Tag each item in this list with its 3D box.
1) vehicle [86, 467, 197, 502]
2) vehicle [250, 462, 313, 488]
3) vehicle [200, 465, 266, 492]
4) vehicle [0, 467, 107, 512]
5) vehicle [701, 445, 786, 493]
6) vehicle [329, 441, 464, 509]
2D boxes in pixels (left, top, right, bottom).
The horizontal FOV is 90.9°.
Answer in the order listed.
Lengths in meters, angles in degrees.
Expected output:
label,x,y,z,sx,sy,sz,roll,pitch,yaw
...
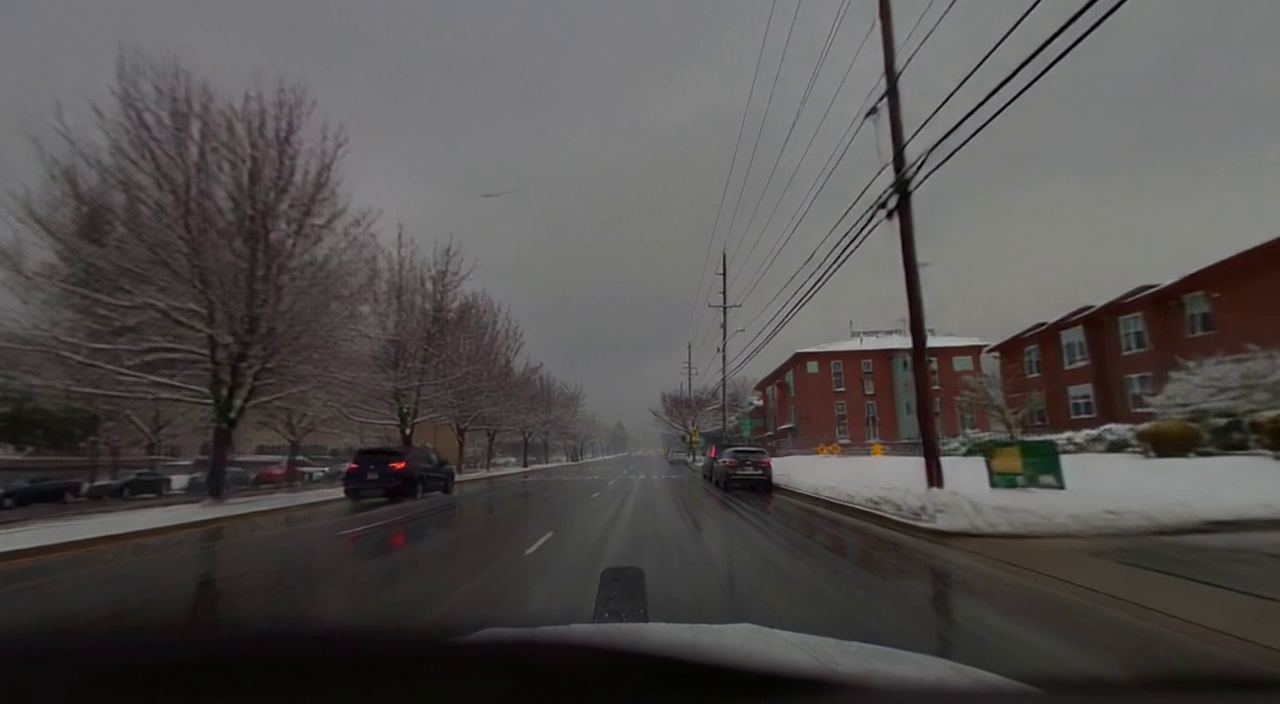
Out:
label,x,y,z,sx,sy,sz,roll,pitch,yaw
vehicle,-25.633,6.805,32.669,1.883,1.451,4.676,0,-8,1
vehicle,-25.559,8.753,45.117,1.926,1.557,4.385,0,-8,-1
vehicle,-25.617,7.956,39.848,1.706,1.435,3.899,0,-8,-2
vehicle,-25.683,5.708,26.500,1.912,1.538,5.264,0,-8,1
vehicle,3.559,4.105,22.623,2.259,1.500,4.474,0,-8,0
vehicle,-6.699,3.388,17.980,2.000,1.671,4.497,0,-8,1
